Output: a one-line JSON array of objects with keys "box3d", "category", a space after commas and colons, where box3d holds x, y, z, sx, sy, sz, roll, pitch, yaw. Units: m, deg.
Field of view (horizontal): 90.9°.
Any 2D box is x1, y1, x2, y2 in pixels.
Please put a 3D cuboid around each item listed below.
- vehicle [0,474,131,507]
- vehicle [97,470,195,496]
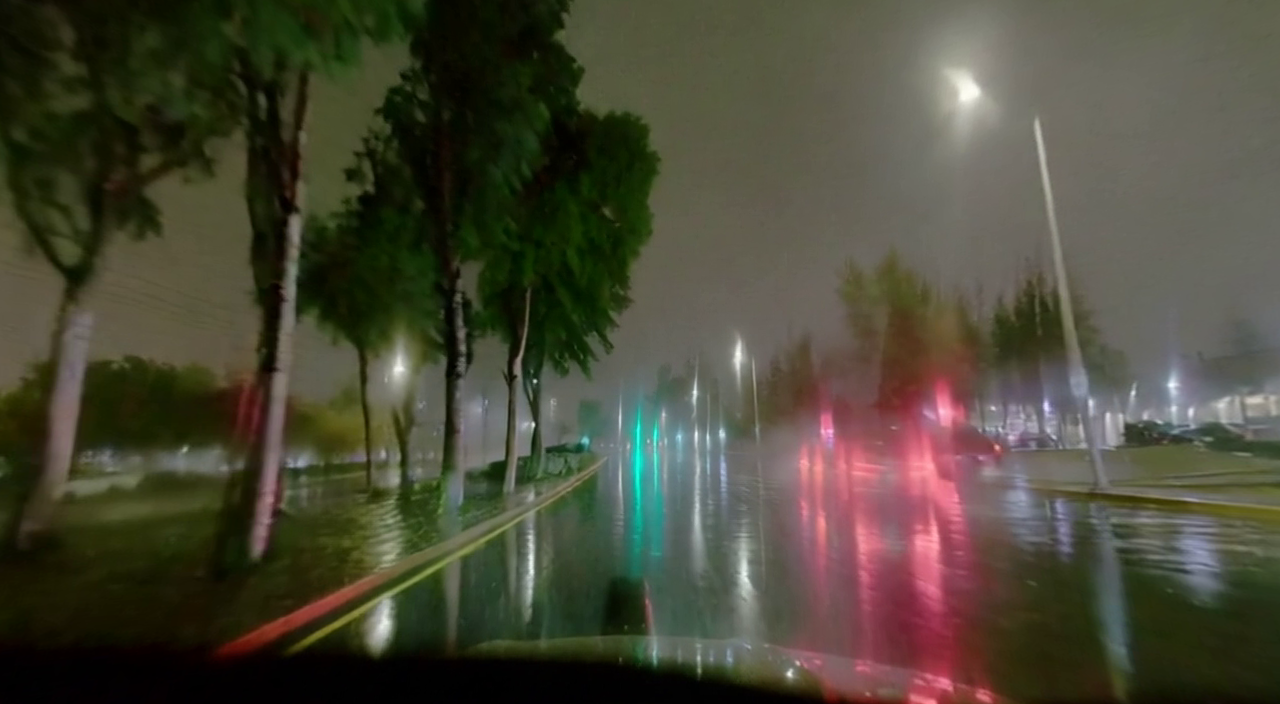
[{"box3d": [-30.953, 7.457, 34.182, 4.735, 1.468, 2.047, 4, -9, -25], "category": "vehicle"}, {"box3d": [-31.097, 8.283, 39.853, 4.377, 1.424, 1.936, 3, -9, -18], "category": "vehicle"}]
